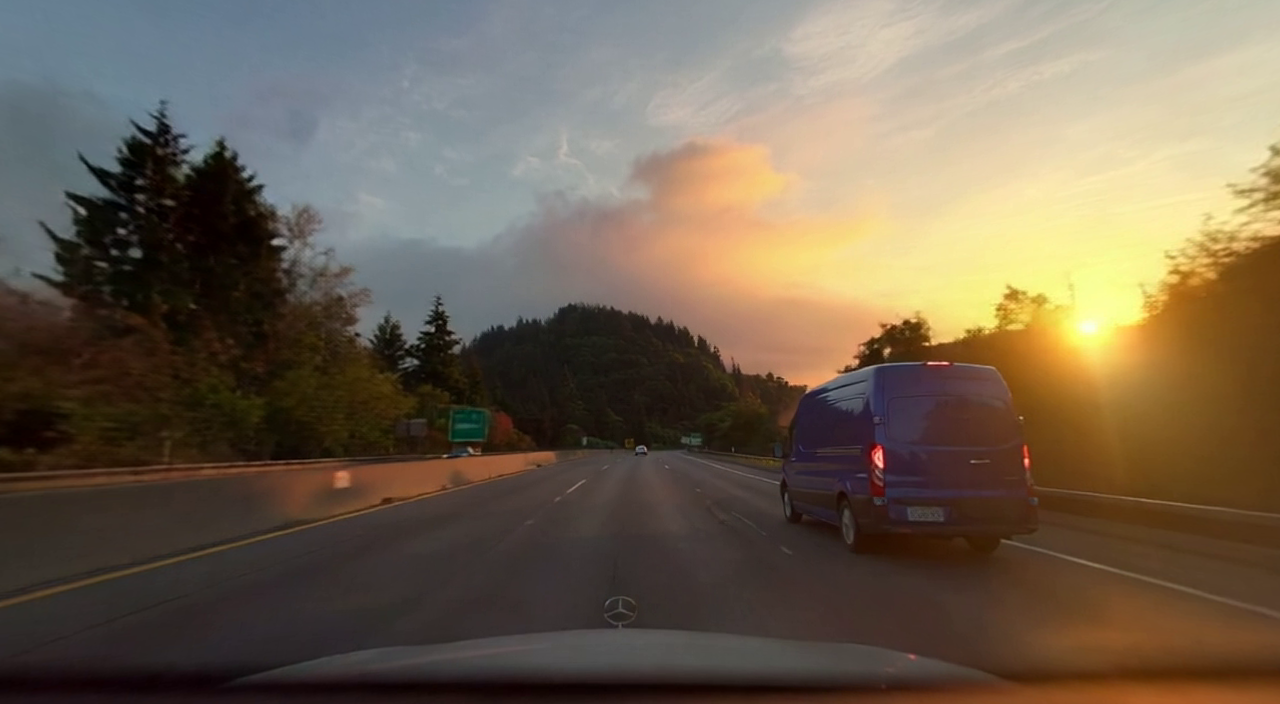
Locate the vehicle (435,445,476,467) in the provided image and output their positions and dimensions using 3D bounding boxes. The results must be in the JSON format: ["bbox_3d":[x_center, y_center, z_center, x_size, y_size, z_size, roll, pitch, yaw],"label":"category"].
[{"bbox_3d":[-14.482,8.185,49.579,1.918,1.609,4.302,0,-8,1],"label":"vehicle"}]
